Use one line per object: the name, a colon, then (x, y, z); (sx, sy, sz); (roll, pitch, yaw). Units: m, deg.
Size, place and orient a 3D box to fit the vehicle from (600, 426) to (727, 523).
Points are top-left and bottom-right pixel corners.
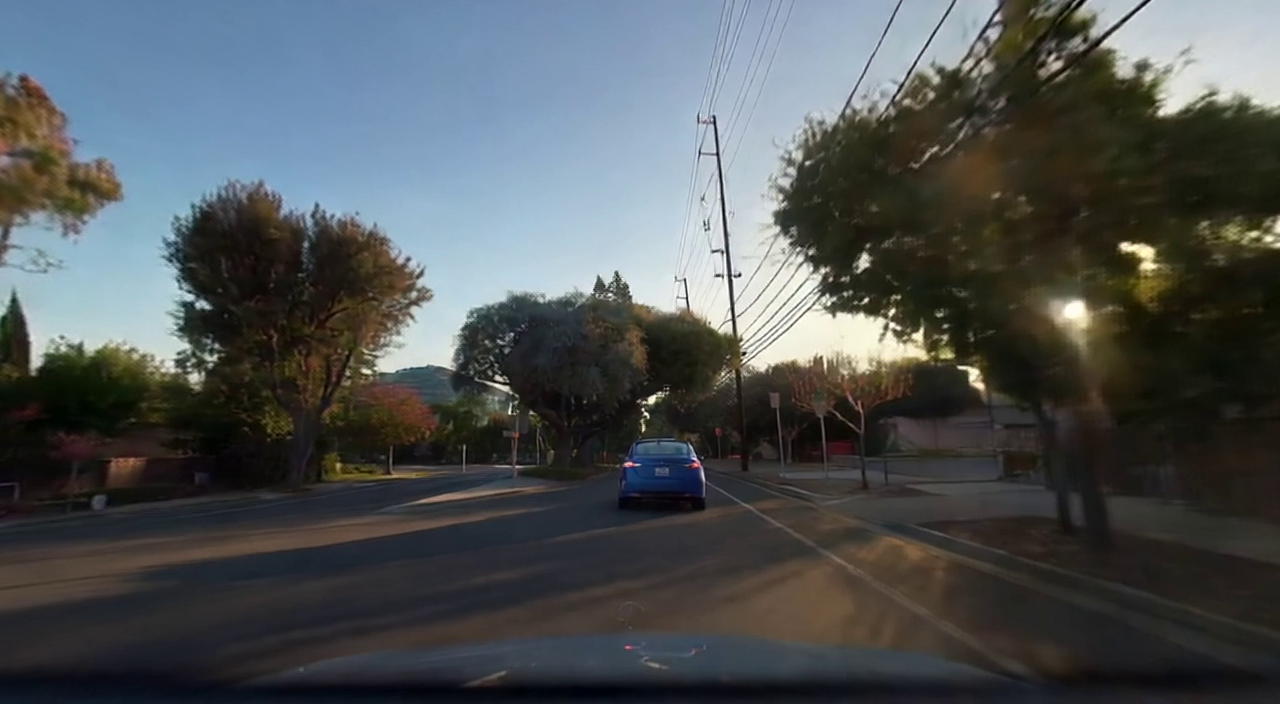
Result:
vehicle: (0.405, 2.436, 13.045); (2.200, 1.653, 4.127); (0, -8, 0)
